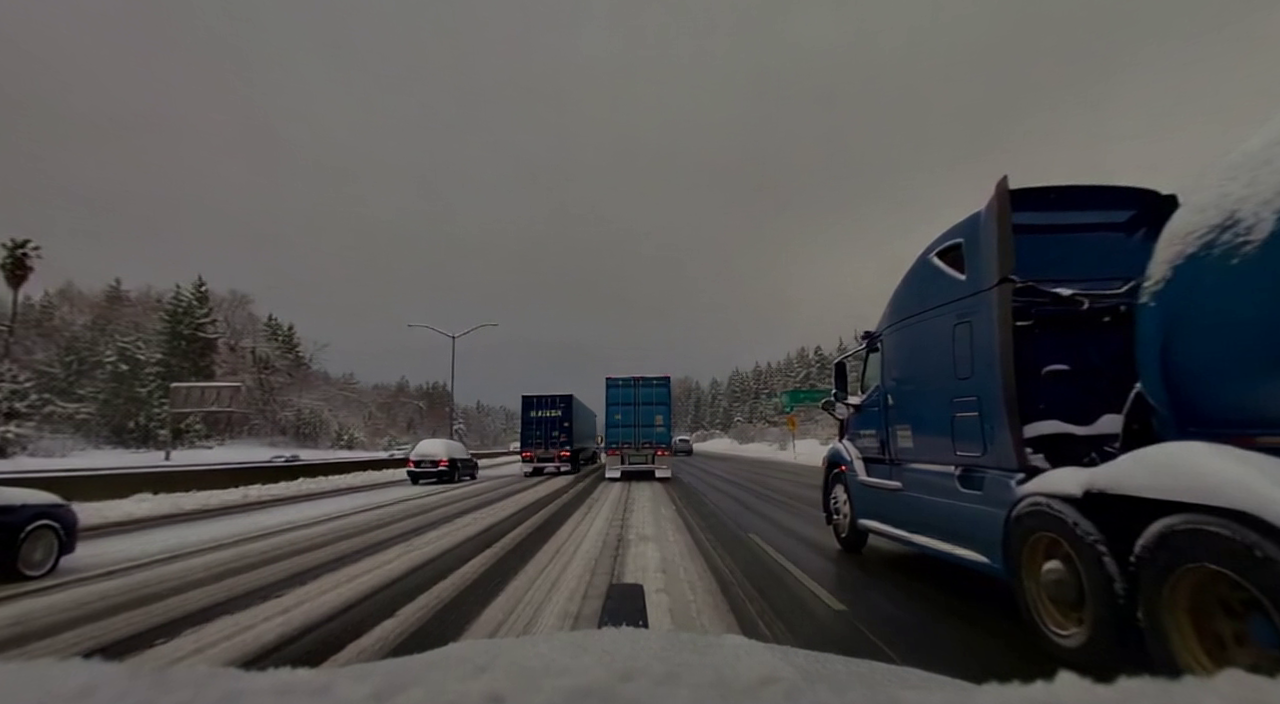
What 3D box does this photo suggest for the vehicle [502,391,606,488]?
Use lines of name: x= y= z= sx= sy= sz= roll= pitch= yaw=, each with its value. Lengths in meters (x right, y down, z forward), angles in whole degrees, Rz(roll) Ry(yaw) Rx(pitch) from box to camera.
vehicle: x=-3.201 y=3.741 z=26.811 sx=2.786 sy=3.228 sz=11.082 roll=0 pitch=-8 yaw=0

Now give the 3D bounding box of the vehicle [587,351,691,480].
vehicle: x=-0.022 y=3.347 z=28.091 sx=3.097 sy=3.856 sz=18.209 roll=-1 pitch=-9 yaw=0

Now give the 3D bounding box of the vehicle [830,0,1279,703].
vehicle: x=4.090 y=0.069 z=4.807 sx=3.066 sy=3.991 sz=6.942 roll=0 pitch=-8 yaw=0

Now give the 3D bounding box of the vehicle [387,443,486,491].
vehicle: x=-6.888 y=3.907 z=21.888 sx=1.916 sy=1.465 sz=4.451 roll=0 pitch=-8 yaw=1
